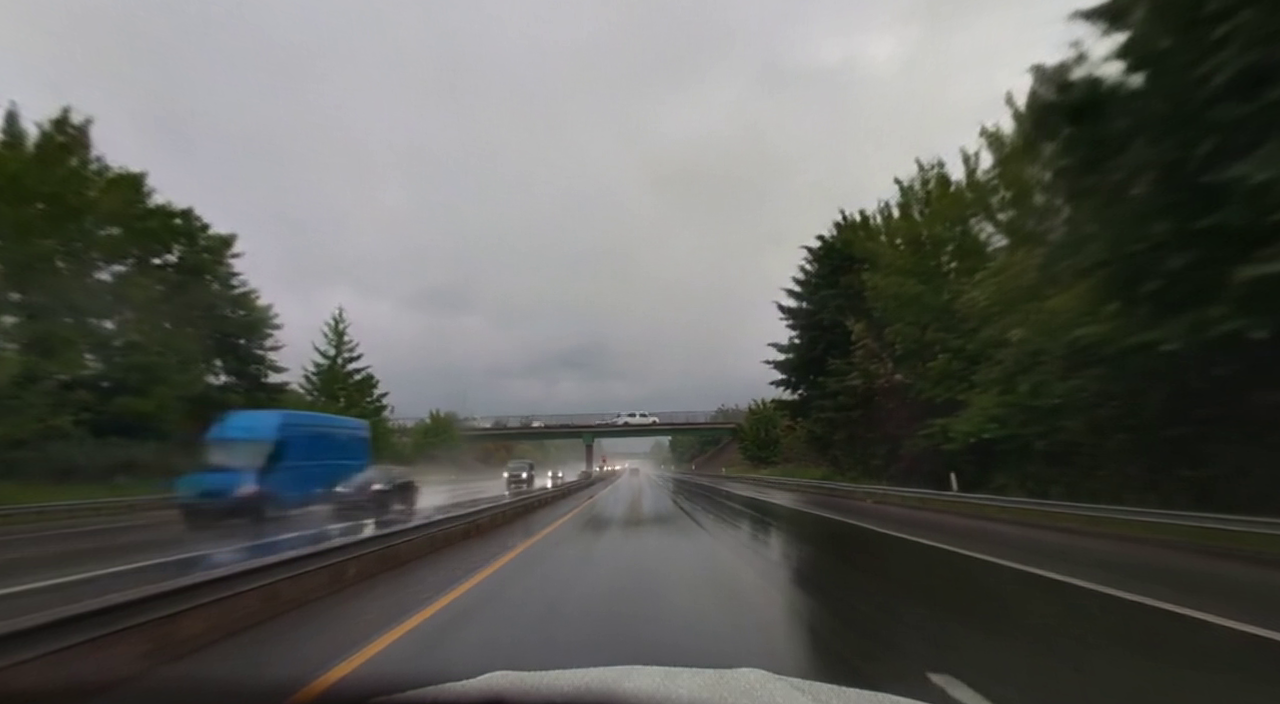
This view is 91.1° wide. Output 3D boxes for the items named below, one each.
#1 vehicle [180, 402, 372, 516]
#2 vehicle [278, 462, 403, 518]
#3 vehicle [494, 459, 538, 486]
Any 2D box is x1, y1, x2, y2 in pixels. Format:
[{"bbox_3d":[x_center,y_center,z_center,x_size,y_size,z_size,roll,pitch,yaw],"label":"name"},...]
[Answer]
[{"bbox_3d":[-13.516,4.167,24.335,2.994,3.686,7.146,1,-10,0],"label":"vehicle"},{"bbox_3d":[-9.075,4.209,19.444,1.919,1.507,3.887,1,-10,0],"label":"vehicle"},{"bbox_3d":[-9.181,8.988,46.809,2.250,1.825,4.768,1,-10,1],"label":"vehicle"}]
